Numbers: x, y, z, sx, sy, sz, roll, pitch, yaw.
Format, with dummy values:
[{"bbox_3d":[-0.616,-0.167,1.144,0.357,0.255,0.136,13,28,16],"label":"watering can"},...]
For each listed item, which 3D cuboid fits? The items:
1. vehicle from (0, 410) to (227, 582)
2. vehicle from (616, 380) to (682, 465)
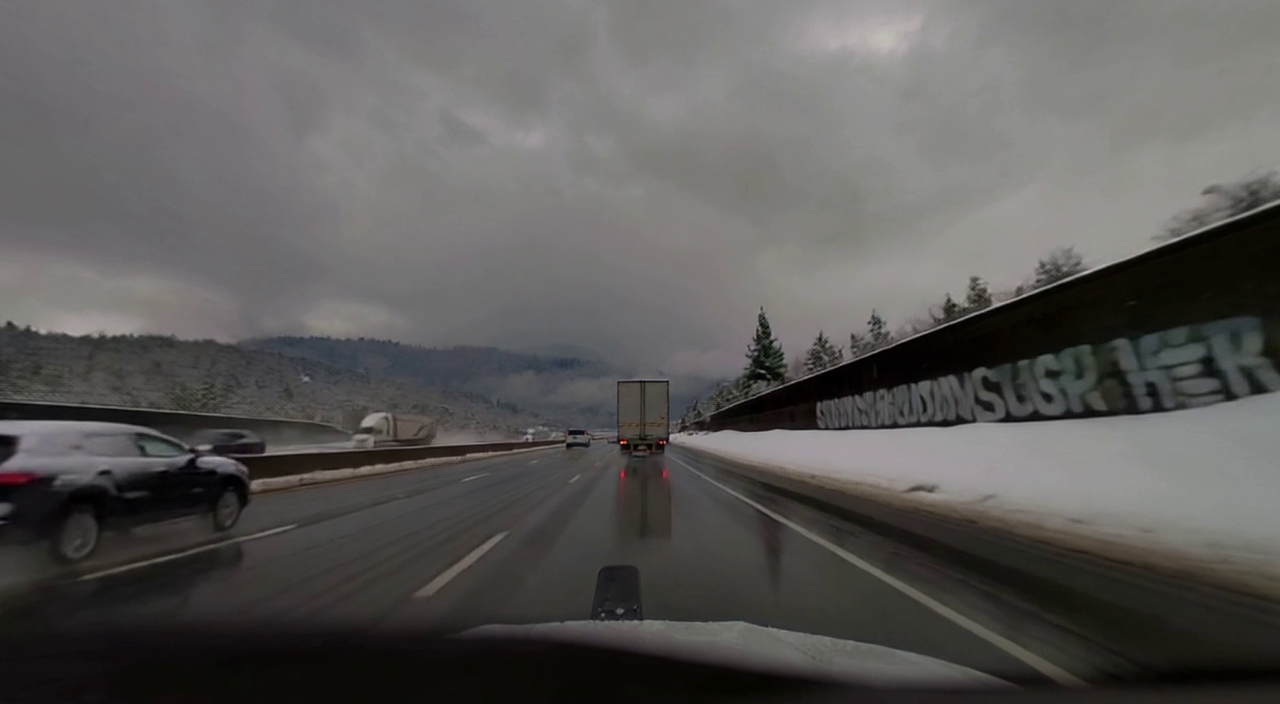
[{"bbox_3d":[-6.733,1.390,6.406,1.982,1.535,4.519,0,-8,0],"label":"vehicle"},{"bbox_3d":[0.200,3.872,33.620,2.921,3.765,10.773,1,-8,-2],"label":"vehicle"}]
